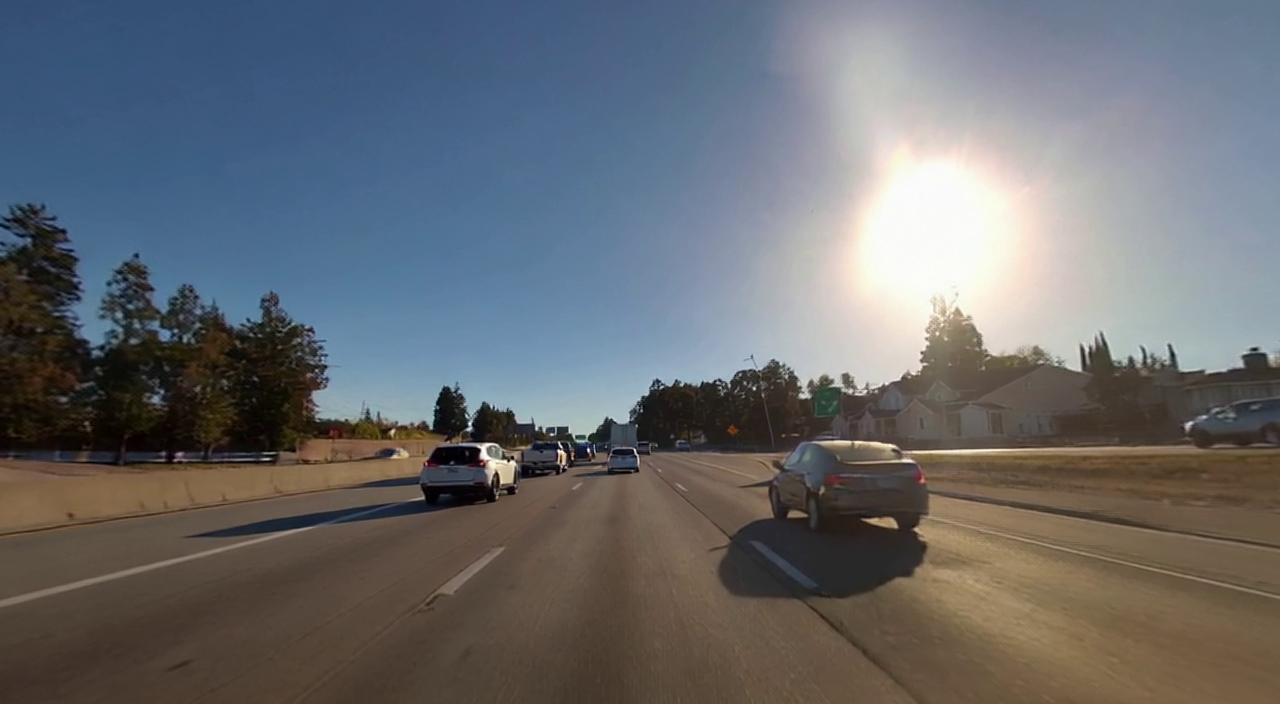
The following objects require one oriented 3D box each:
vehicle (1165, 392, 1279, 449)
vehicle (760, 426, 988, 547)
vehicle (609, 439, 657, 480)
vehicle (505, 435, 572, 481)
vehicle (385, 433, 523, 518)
[{"bbox_3d":[20.031,2.265,20.392,2.048,1.674,4.106,3,-9,-18],"label":"vehicle"},{"bbox_3d":[3.469,2.084,10.436,2.027,1.554,4.252,0,-9,-1],"label":"vehicle"},{"bbox_3d":[-0.338,4.892,28.997,2.063,1.703,4.203,0,-9,-1],"label":"vehicle"},{"bbox_3d":[-4.577,4.917,29.559,2.301,1.944,5.482,0,-9,-1],"label":"vehicle"},{"bbox_3d":[-4.080,2.776,14.639,1.988,1.668,4.021,0,-9,0],"label":"vehicle"}]
